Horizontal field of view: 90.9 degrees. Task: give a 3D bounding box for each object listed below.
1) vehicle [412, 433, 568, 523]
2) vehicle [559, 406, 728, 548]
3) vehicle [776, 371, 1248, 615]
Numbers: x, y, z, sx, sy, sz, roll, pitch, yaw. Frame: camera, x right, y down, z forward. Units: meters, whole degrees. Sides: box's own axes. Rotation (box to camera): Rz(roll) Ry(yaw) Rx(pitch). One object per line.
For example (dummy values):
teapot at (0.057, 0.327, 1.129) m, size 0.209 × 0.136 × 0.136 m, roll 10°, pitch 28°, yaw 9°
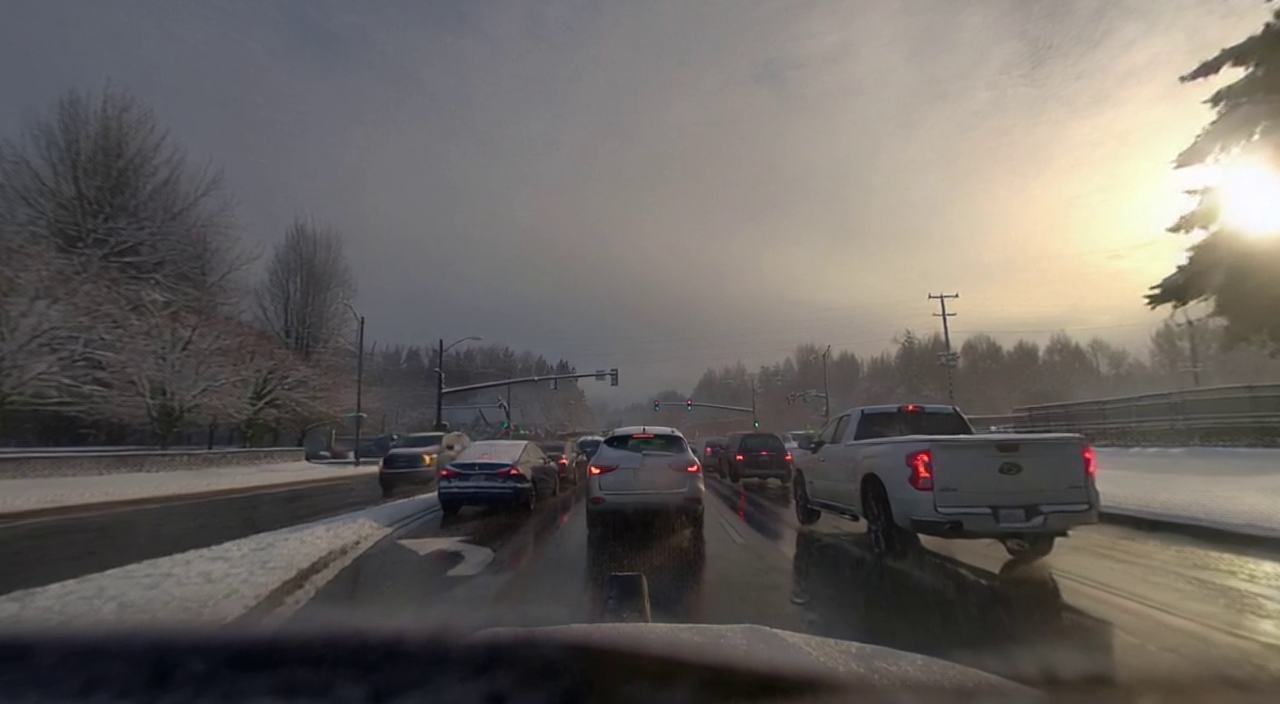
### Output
vehicle at (-2.761, 2.431, 12.751) m, size 2.023 × 1.494 × 4.259 m, roll 0°, pitch -8°, yaw 1°
vehicle at (0.106, 1.862, 9.942) m, size 2.113 × 1.768 × 3.901 m, roll 0°, pitch -8°, yaw 2°
vehicle at (3.482, 1.509, 7.861) m, size 2.317 × 1.857 × 5.940 m, roll 0°, pitch -8°, yaw 1°
